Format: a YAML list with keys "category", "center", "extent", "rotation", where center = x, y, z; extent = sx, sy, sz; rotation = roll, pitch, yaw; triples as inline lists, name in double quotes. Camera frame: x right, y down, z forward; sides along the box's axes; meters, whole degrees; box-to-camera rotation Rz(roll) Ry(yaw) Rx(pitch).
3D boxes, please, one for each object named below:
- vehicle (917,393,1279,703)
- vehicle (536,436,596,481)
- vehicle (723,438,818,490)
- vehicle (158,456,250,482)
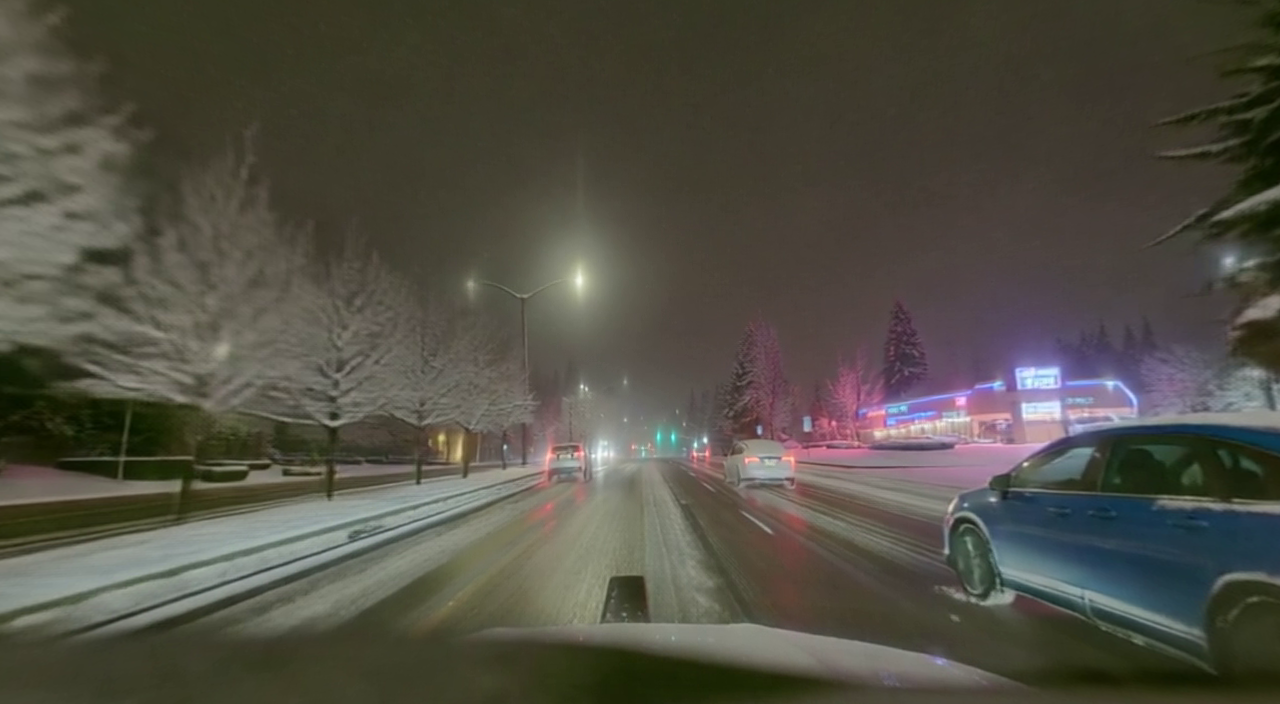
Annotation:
- category: "vehicle"
  center: [3.562, 1.051, 3.457]
  extent: [1.976, 1.491, 4.714]
  rotation: [0, -8, 1]
- category: "vehicle"
  center: [-3.062, 4.495, 26.889]
  extent: [1.981, 1.731, 4.360]
  rotation: [0, -8, 1]
- category: "vehicle"
  center: [4.127, 3.629, 20.750]
  extent: [2.036, 1.480, 4.659]
  rotation: [0, -8, -1]
- category: "vehicle"
  center: [-29.803, 7.974, 43.264]
  extent: [1.998, 1.623, 4.681]
  rotation: [-6, -10, 32]
